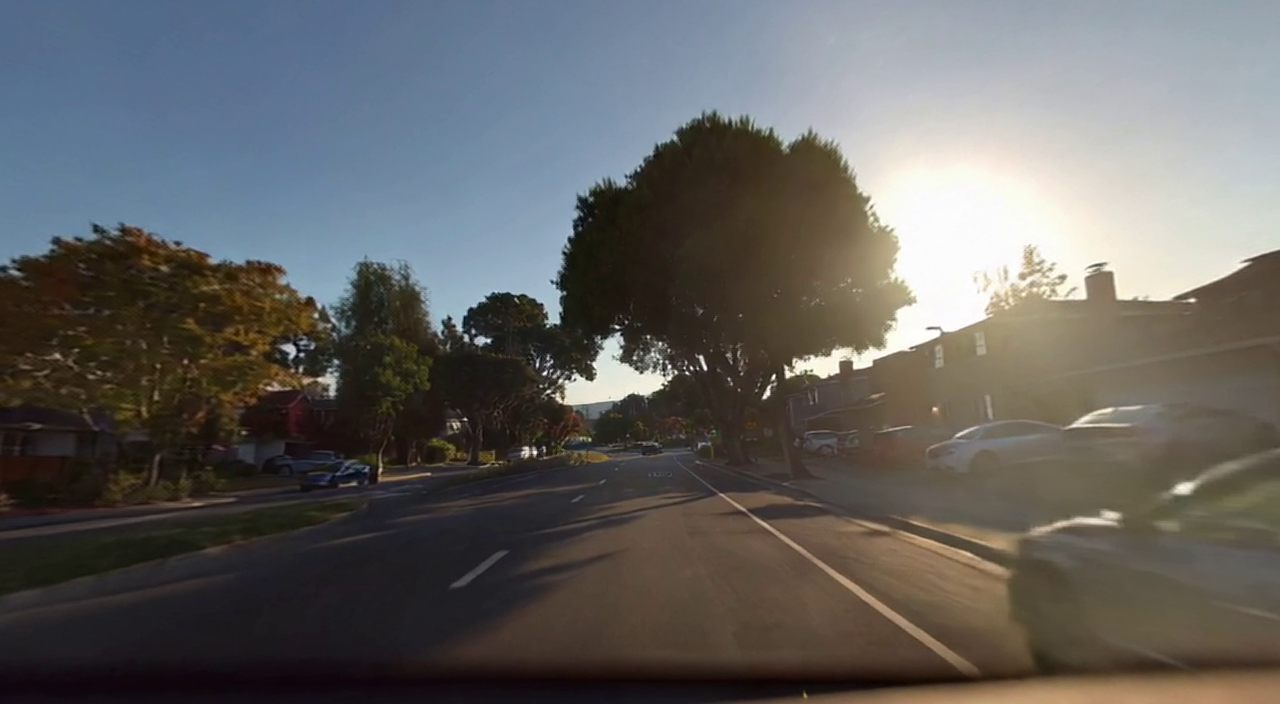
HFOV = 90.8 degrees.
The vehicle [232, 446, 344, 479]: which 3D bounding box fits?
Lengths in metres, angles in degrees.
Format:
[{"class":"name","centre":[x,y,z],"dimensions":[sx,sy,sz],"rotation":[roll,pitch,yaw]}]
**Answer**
[{"class":"vehicle","centre":[-19.799,6.221,35.737],"dimensions":[5.044,1.782,2.152],"rotation":[0,-8,3]}]

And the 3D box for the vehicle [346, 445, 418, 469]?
[{"class":"vehicle","centre":[-20.269,8.285,49.800],"dimensions":[4.753,1.796,2.101],"rotation":[-1,-8,6]}]

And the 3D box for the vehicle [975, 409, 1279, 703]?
[{"class":"vehicle","centre":[3.269,0.941,2.161],"dimensions":[2.016,1.477,4.207],"rotation":[0,-8,2]}]

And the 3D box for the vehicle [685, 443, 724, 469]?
[{"class":"vehicle","centre":[4.052,6.646,40.587],"dimensions":[2.104,1.524,4.524],"rotation":[1,-8,1]}]

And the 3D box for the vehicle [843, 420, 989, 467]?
[{"class":"vehicle","centre":[11.946,3.973,27.566],"dimensions":[5.283,1.570,2.122],"rotation":[-4,-8,-2]}]
